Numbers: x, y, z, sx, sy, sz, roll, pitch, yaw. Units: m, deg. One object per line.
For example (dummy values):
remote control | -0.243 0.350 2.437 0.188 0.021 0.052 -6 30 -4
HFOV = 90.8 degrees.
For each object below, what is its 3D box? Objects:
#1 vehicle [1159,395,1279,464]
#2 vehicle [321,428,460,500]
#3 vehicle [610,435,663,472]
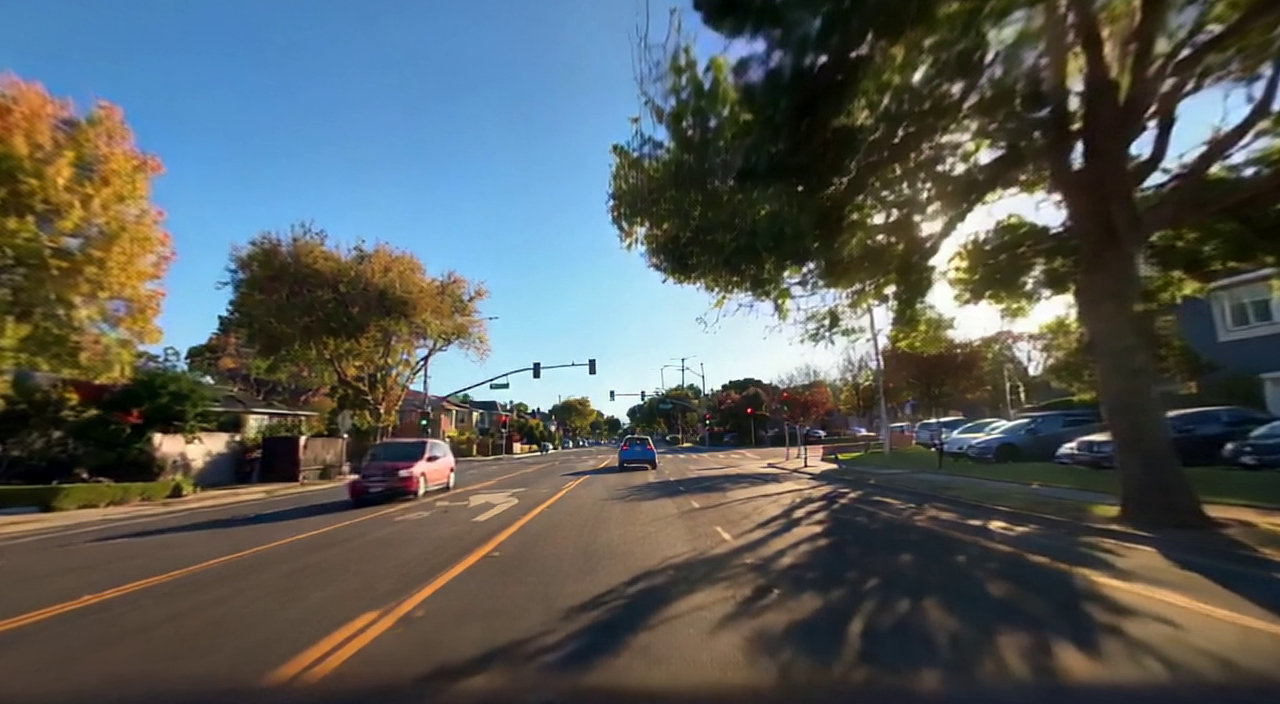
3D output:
vehicle | 16.622 2.035 16.468 4.352 1.670 1.974 0 -9 1
vehicle | -6.805 3.111 17.844 2.117 1.756 4.375 0 -9 0
vehicle | -0.127 4.311 26.943 2.104 1.462 3.991 0 -9 1
